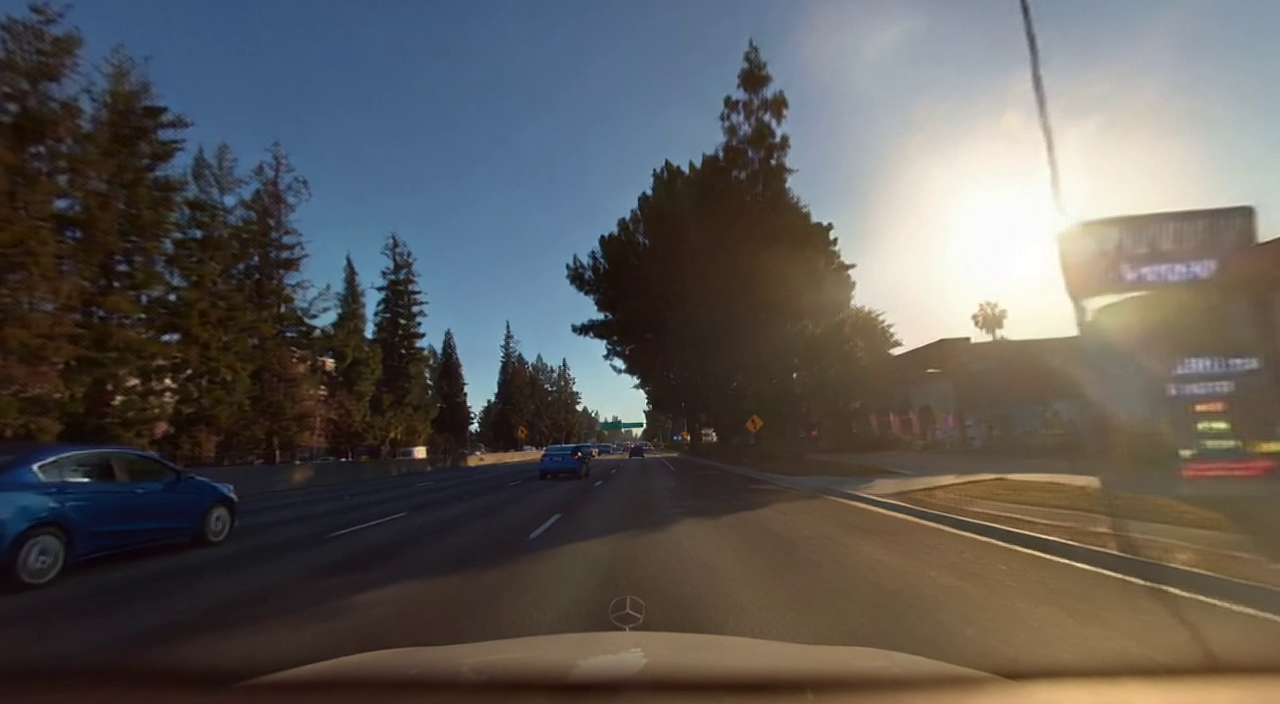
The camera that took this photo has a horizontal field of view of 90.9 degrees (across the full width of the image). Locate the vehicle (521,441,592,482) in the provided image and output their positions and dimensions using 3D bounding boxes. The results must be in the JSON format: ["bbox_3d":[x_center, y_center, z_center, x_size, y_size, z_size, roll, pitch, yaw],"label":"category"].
[{"bbox_3d":[-3.203,4.323,25.237,2.152,1.479,4.394,0,-9,1],"label":"vehicle"}]

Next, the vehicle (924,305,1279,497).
[{"bbox_3d":[11.996,1.712,17.545,2.995,3.704,10.928,0,-9,-1],"label":"vehicle"}]

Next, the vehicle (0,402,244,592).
[{"bbox_3d":[-6.893,1.510,6.977,2.043,1.726,4.472,0,-9,1],"label":"vehicle"}]
